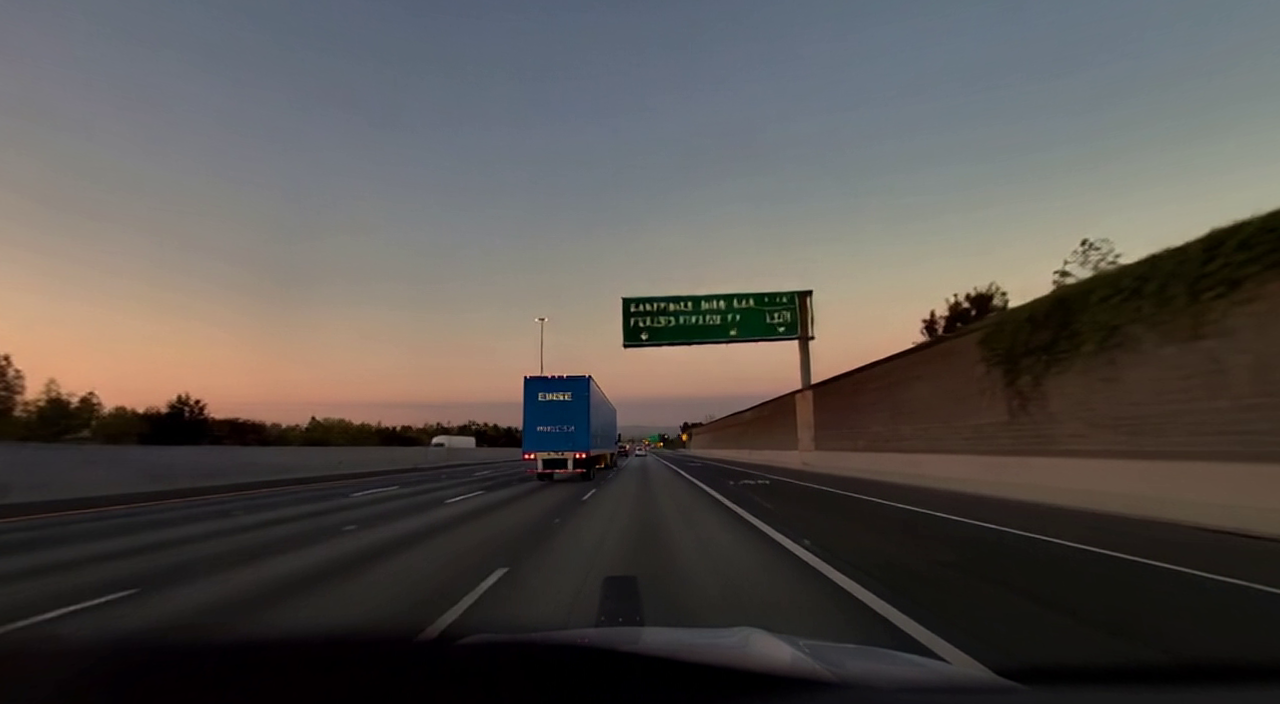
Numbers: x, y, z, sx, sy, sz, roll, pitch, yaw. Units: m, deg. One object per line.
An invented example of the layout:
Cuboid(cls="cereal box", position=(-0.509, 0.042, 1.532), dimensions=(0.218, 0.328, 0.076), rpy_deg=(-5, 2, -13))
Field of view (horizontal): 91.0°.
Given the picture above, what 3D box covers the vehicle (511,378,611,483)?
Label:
Cuboid(cls="vehicle", position=(-3.206, 3.792, 29.314), dimensions=(3.059, 3.956, 11.036), rpy_deg=(0, -9, 1))
